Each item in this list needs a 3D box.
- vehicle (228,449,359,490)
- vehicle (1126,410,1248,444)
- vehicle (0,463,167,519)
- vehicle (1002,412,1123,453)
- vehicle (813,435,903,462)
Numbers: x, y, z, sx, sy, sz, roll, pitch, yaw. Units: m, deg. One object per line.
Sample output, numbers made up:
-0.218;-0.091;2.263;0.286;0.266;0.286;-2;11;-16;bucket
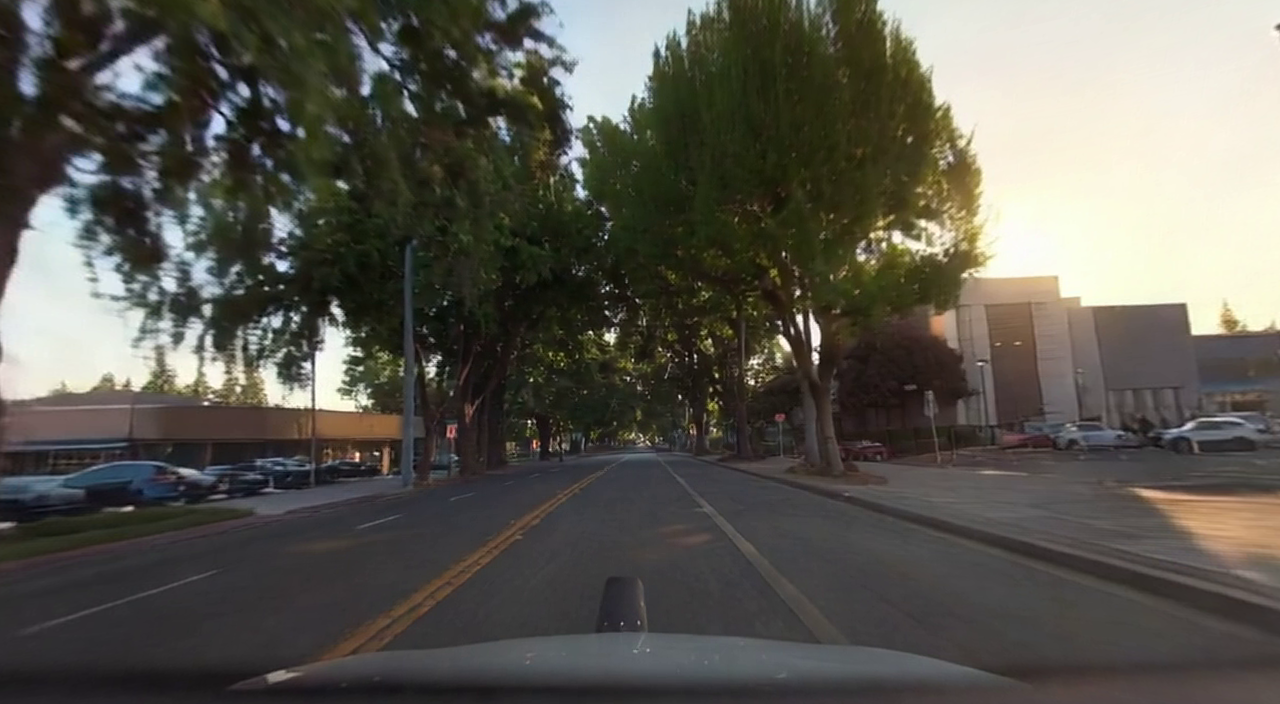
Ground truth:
-15.289;5.189;28.044;4.579;1.701;2.033;-1;-9;1;vehicle
32.269;4.468;37.382;5.318;1.849;2.058;0;-9;-2;vehicle
-15.877;3.874;17.752;3.771;1.404;1.639;0;-9;-2;vehicle
24.968;4.811;37.501;5.444;1.901;2.250;-5;-8;0;vehicle
12.136;5.398;35.420;4.404;1.445;1.844;-2;-9;8;vehicle
